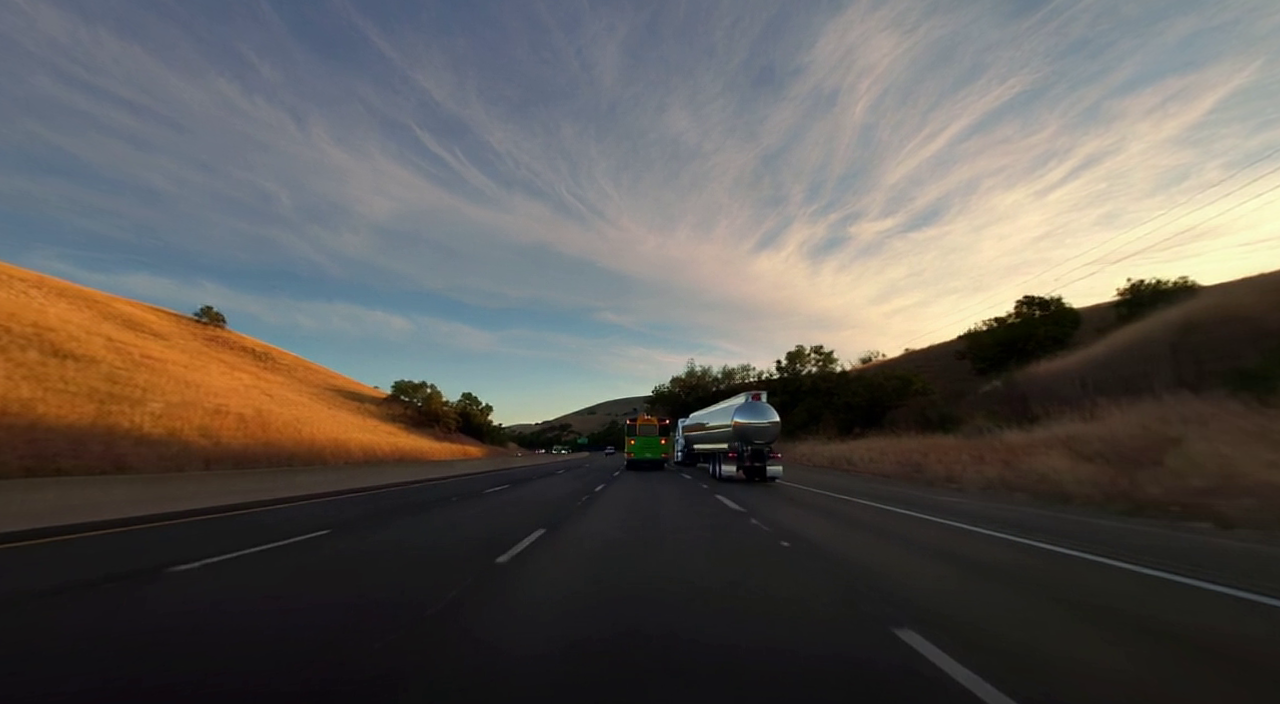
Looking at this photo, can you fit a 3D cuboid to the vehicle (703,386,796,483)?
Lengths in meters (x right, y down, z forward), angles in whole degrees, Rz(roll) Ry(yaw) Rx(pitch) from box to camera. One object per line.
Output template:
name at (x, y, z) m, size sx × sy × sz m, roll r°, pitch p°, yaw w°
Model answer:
vehicle at (4.524, 3.655, 27.744) m, size 2.716 × 3.705 × 7.018 m, roll 0°, pitch -8°, yaw -1°

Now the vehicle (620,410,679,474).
vehicle at (0.510, 5.330, 37.330) m, size 2.948 × 3.265 × 10.569 m, roll 0°, pitch -8°, yaw 0°
